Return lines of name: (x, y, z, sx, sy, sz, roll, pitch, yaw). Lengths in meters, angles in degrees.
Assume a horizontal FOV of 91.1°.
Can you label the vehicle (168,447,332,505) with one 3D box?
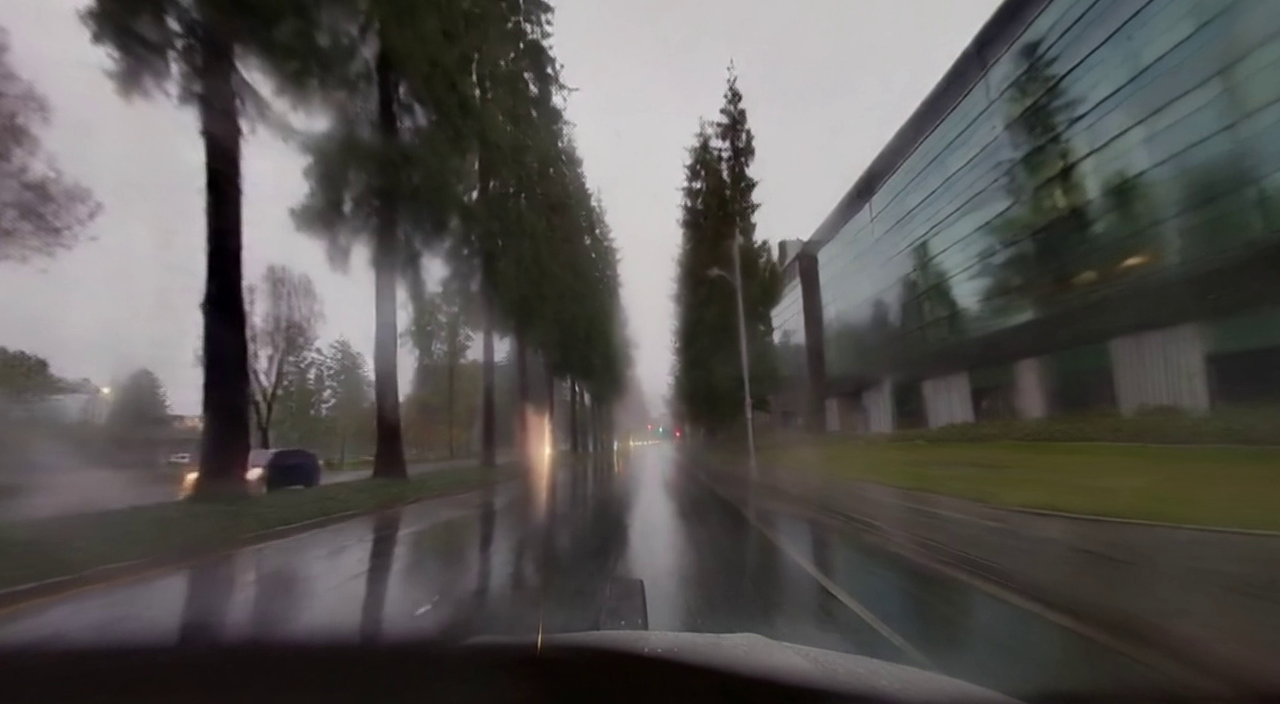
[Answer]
vehicle: (-11.096, 3.521, 18.308, 1.881, 1.445, 4.280, 0, -8, 2)
